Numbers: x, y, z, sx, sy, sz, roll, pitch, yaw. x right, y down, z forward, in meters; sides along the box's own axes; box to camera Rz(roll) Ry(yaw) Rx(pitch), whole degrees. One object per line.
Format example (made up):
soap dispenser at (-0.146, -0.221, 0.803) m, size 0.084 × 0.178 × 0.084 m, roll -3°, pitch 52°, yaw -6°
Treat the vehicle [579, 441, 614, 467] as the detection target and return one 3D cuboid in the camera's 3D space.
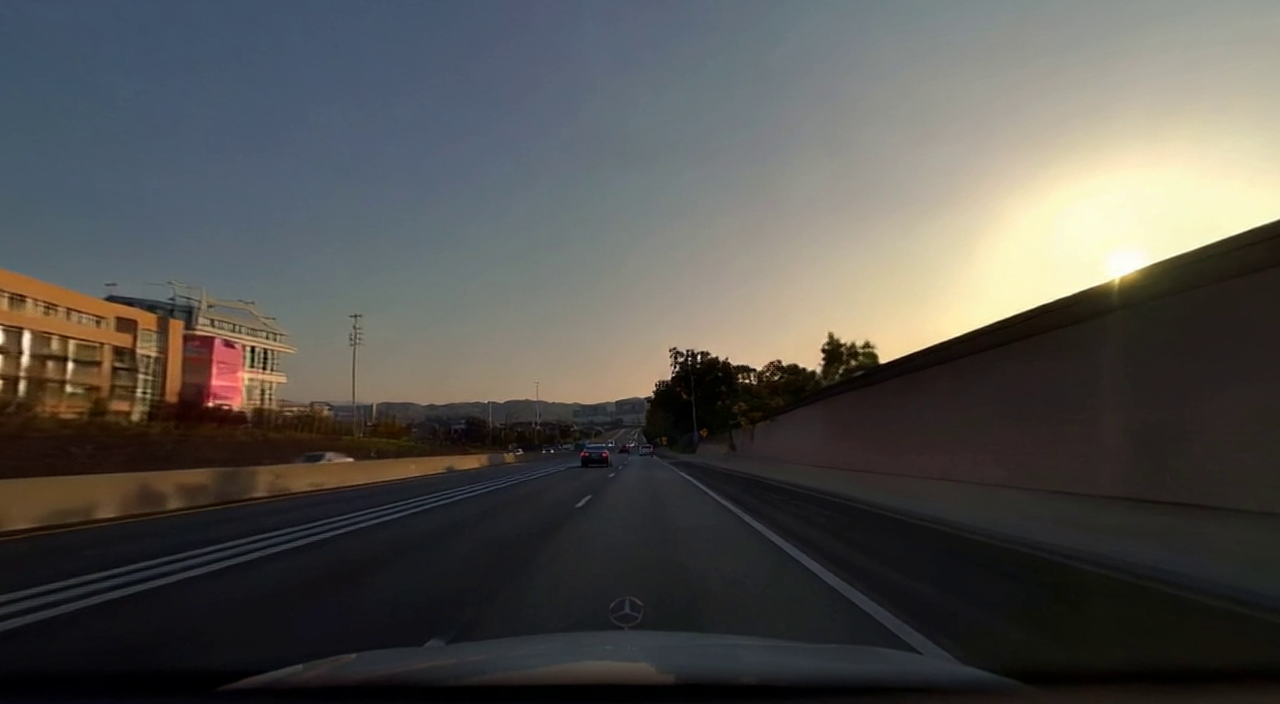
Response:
vehicle at (-3.144, 7.472, 46.488) m, size 2.159 × 1.793 × 5.027 m, roll -1°, pitch -9°, yaw 1°
